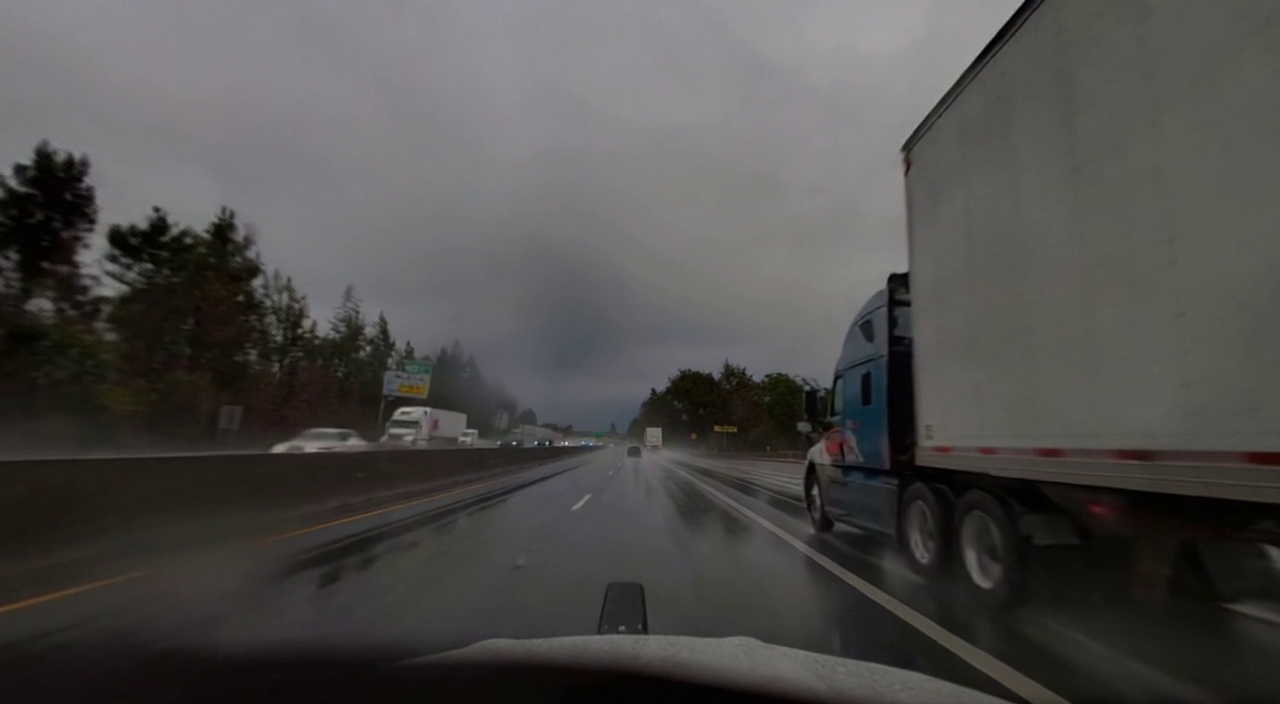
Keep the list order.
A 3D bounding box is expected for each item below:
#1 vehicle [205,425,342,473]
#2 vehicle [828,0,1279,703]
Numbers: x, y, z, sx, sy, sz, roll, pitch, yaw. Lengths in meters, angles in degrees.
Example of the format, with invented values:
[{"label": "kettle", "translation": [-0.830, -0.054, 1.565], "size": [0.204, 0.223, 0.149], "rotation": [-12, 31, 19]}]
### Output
[{"label": "vehicle", "translation": [-12.642, 3.410, 22.162], "size": [2.118, 1.510, 4.472], "rotation": [0, -9, 1]}, {"label": "vehicle", "translation": [4.385, -0.594, 1.940], "size": [3.323, 4.262, 14.056], "rotation": [0, -9, 0]}]
